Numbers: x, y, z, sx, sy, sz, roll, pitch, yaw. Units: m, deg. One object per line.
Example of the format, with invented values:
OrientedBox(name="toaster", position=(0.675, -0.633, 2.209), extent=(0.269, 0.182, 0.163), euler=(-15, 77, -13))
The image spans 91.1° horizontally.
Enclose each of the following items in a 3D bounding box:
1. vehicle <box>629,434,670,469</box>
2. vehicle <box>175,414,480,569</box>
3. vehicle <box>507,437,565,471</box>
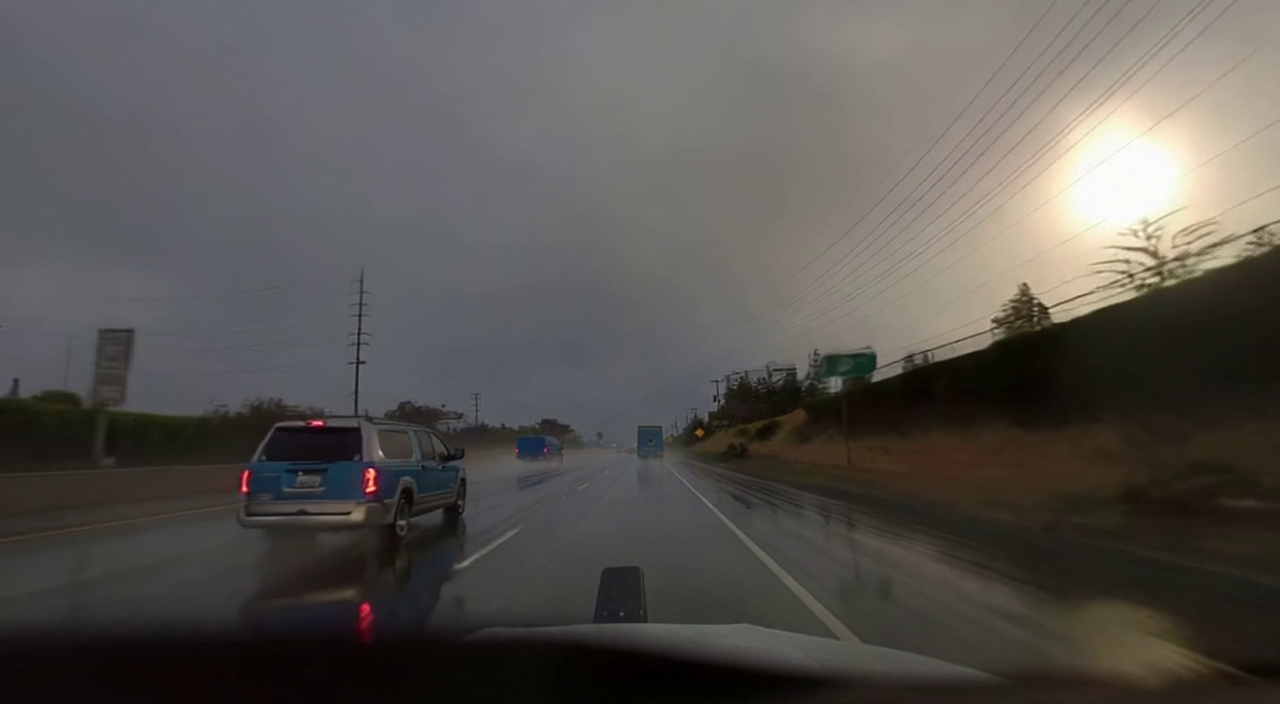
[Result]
OrientedBox(name="vehicle", position=(0.682, 7.100, 45.012), extent=(2.692, 2.279, 5.695), euler=(0, -8, 1))
OrientedBox(name="vehicle", position=(-4.146, 1.929, 9.528), extent=(2.145, 1.730, 4.729), euler=(0, -8, 1))
OrientedBox(name="vehicle", position=(-6.854, 6.843, 42.407), extent=(2.695, 2.084, 6.836), euler=(0, -8, 1))
